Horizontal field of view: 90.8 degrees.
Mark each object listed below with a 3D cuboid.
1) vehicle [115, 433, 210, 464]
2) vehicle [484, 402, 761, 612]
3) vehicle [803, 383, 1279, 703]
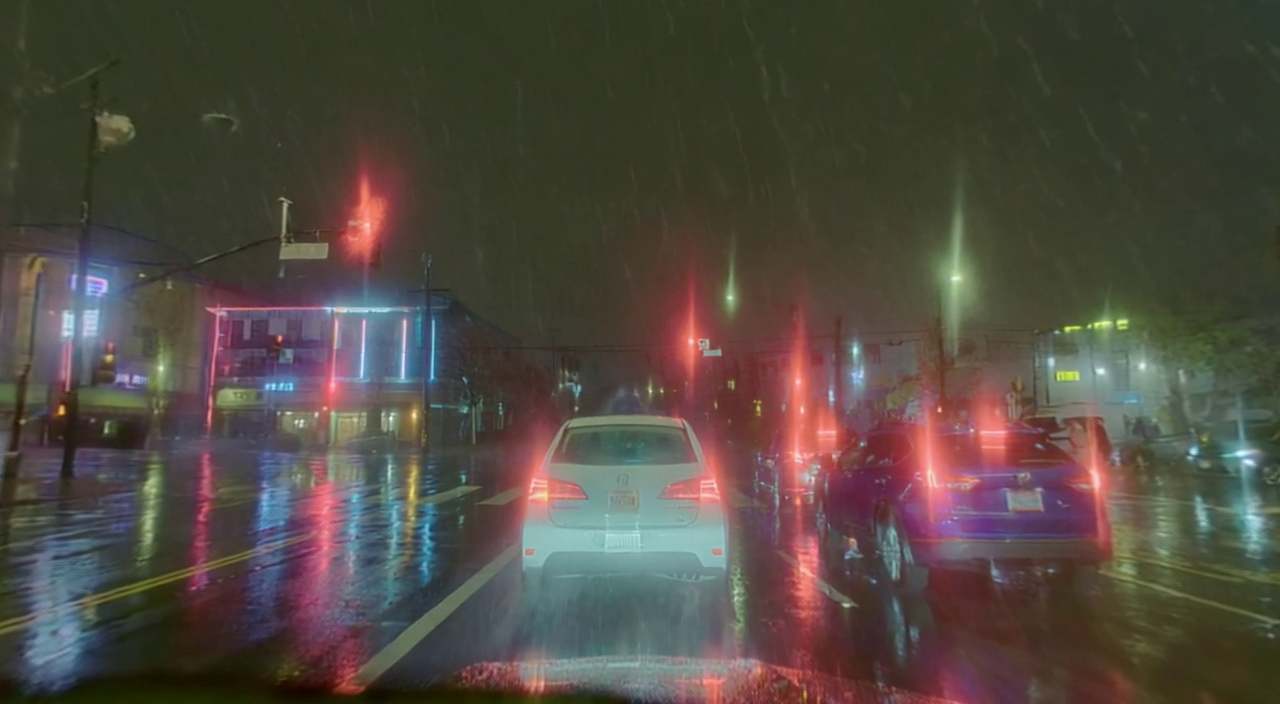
[{"bbox_3d":[-25.797,5.228,34.175,4.253,1.570,2.132,-4,-9,23],"label":"vehicle"},{"bbox_3d":[-0.127,1.539,7.273,2.123,1.589,4.702,0,-8,0],"label":"vehicle"},{"bbox_3d":[3.037,1.305,5.449,1.983,1.654,4.354,0,-8,-1],"label":"vehicle"}]
